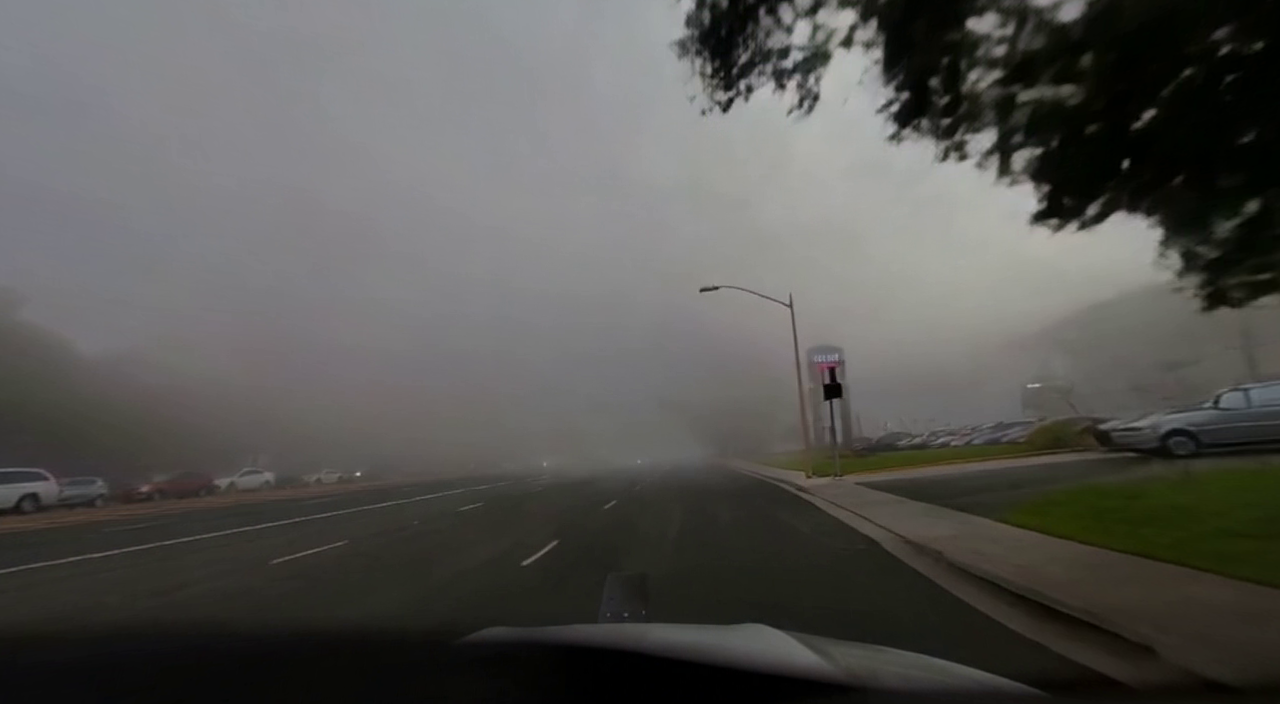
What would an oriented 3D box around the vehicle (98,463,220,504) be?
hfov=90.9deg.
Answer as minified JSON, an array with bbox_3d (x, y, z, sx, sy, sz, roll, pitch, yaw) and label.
[{"bbox_3d":[-22.585,6.162,29.872,1.918,1.503,4.632,-6,-10,4],"label":"vehicle"}]

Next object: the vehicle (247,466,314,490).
[{"bbox_3d":[-24.471,8.580,43.062,1.827,1.370,4.191,-1,-8,6],"label":"vehicle"}]
